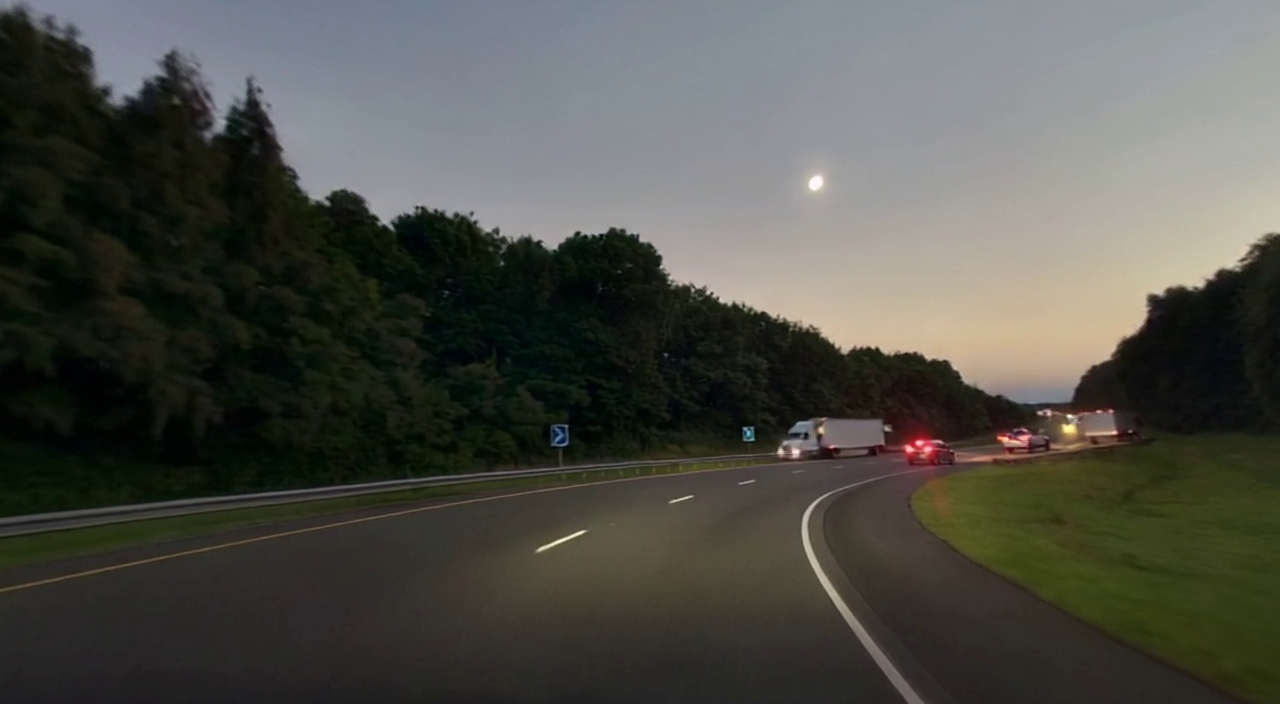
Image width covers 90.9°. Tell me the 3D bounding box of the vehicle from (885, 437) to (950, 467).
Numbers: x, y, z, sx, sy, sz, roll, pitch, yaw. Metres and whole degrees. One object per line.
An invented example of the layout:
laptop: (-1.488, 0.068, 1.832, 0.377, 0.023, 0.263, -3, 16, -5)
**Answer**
vehicle: (16.303, 5.861, 36.962, 2.221, 1.674, 4.325, -8, -12, 40)
